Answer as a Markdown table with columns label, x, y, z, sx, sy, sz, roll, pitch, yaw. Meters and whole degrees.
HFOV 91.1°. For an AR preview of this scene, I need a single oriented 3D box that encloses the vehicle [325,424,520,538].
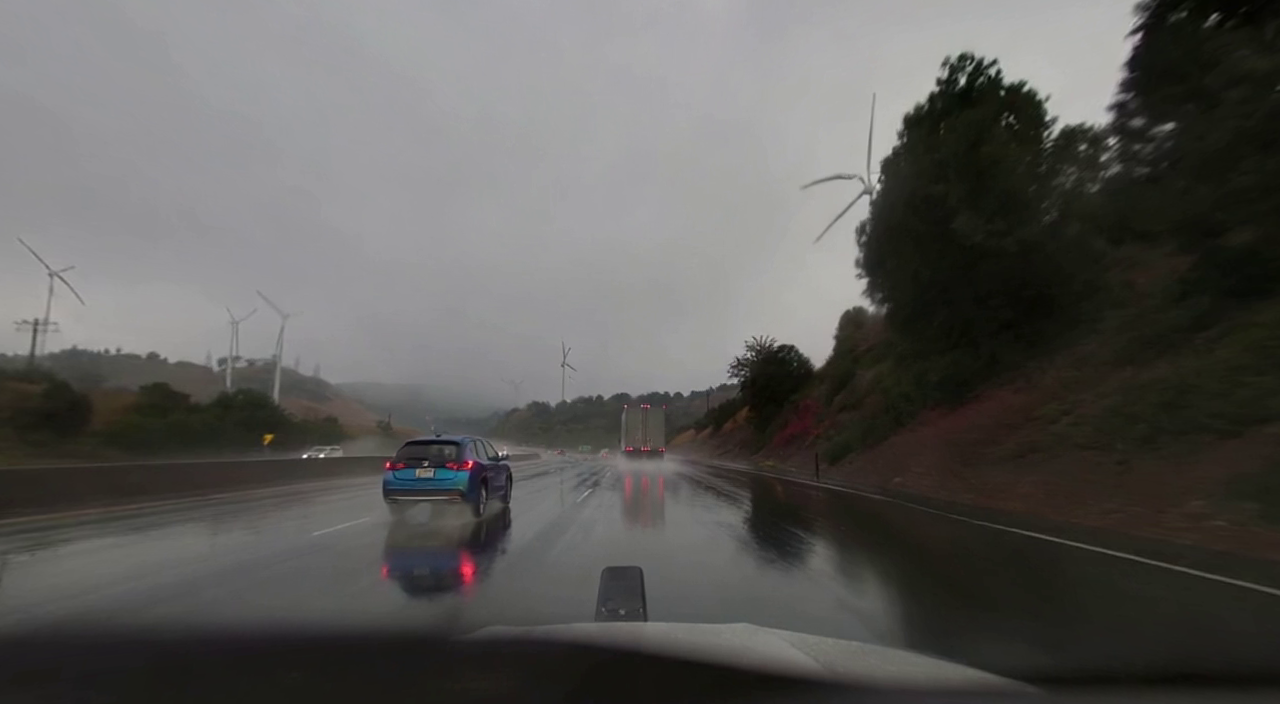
| label | x | y | z | sx | sy | sz | roll | pitch | yaw |
| --- | --- | --- | --- | --- | --- | --- | --- | --- | --- |
| vehicle | -3.617 | 2.208 | 11.318 | 2.109 | 1.684 | 3.783 | 0 | -8 | 0 |
